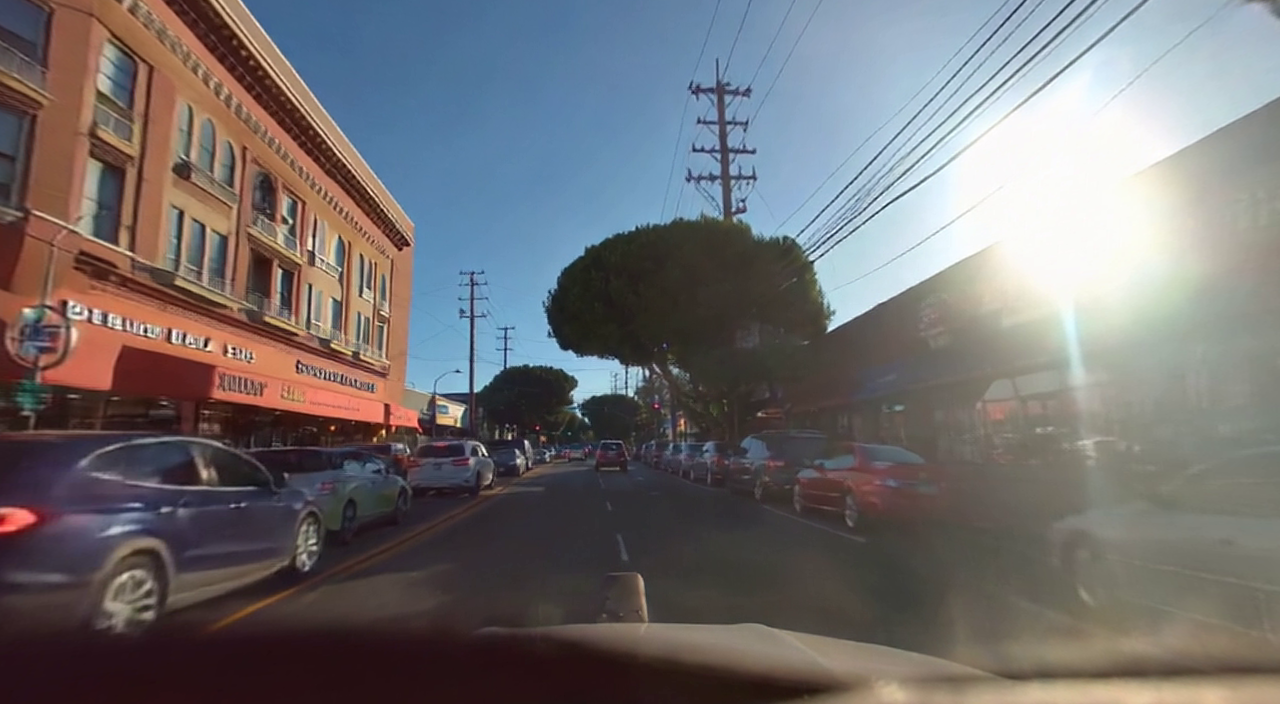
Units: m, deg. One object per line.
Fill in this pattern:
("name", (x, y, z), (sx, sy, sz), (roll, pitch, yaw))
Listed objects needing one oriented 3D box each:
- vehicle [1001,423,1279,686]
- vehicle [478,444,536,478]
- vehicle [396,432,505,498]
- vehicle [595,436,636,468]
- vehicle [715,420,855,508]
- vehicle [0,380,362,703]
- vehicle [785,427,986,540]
("vehicle", (4.841, 1.249, 4.059), (2.059, 1.550, 4.703), (0, -8, -3))
("vehicle", (-6.297, 5.169, 30.409), (2.053, 1.485, 4.540), (0, -8, -4))
("vehicle", (-5.815, 3.513, 20.140), (2.341, 1.825, 4.924), (1, -8, -5))
("vehicle", (-1.641, 6.401, 40.624), (2.440, 1.882, 4.611), (1, -8, -5))
("vehicle", (3.646, 2.943, 17.134), (2.243, 1.992, 5.087), (1, -8, -4))
("vehicle", (-4.550, 1.374, 5.486), (2.343, 1.788, 5.038), (1, -8, -5))
("vehicle", (4.267, 2.321, 11.836), (1.882, 1.704, 4.055), (1, -8, -4))
